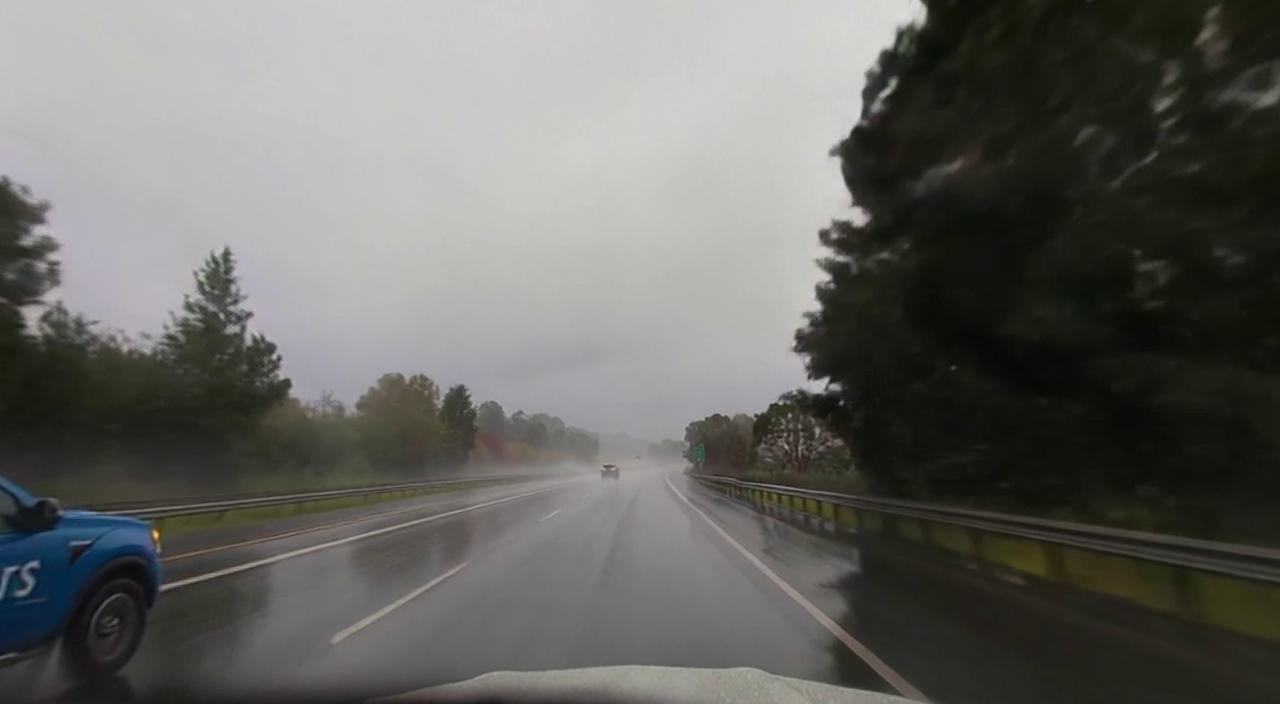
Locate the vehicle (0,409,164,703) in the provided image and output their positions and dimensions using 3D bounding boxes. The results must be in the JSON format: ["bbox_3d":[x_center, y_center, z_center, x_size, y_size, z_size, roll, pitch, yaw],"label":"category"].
[{"bbox_3d":[-4.069,0.726,1.367,2.135,1.506,5.041,1,-10,0],"label":"vehicle"}]
